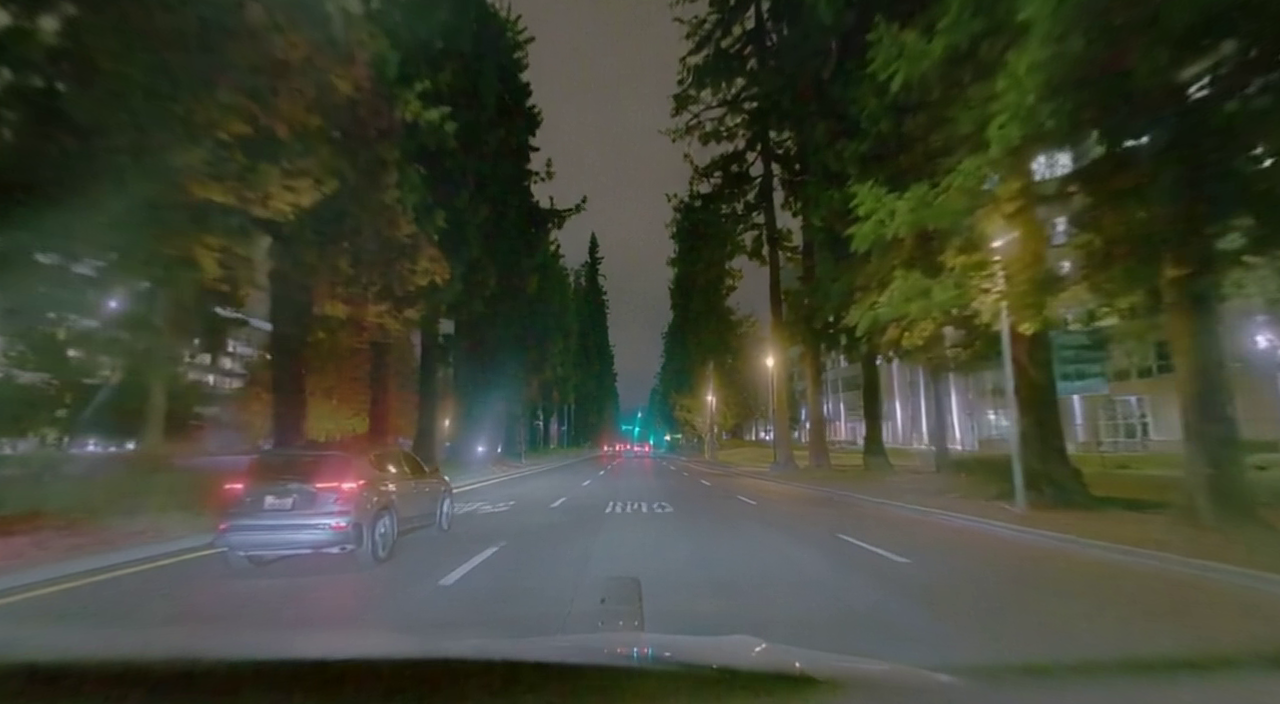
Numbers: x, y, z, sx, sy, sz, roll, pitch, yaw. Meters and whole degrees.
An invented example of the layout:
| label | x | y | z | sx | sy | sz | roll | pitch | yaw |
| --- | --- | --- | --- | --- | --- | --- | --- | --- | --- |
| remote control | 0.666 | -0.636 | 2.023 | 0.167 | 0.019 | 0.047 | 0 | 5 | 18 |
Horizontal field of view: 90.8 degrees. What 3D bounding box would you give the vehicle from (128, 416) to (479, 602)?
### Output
| label | x | y | z | sx | sy | sz | roll | pitch | yaw |
| --- | --- | --- | --- | --- | --- | --- | --- | --- | --- |
| vehicle | -3.464 | 1.676 | 7.643 | 1.942 | 1.588 | 4.172 | 0 | -9 | 0 |
